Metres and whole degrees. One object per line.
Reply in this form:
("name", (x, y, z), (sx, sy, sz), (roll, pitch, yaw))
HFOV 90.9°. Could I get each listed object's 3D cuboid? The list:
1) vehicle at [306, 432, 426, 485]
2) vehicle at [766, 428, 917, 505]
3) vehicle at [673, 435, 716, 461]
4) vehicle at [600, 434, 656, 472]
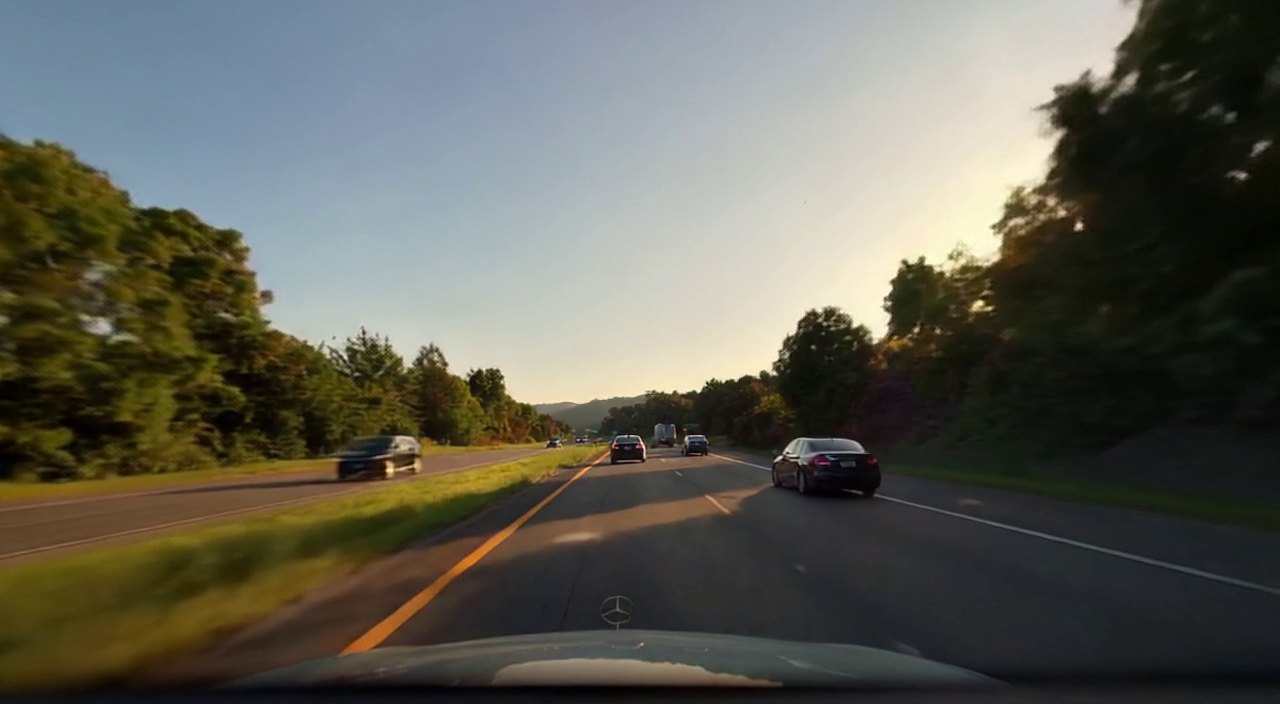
("vehicle", (-9.020, 3.503, 21.269), (2.076, 1.592, 4.477), (0, -8, -1))
("vehicle", (4.448, 2.566, 14.738), (2.066, 1.526, 4.216), (0, -8, -1))
("vehicle", (3.194, 5.719, 37.827), (2.004, 1.469, 4.472), (0, -8, -2))
("vehicle", (-0.511, 4.131, 26.091), (2.143, 1.466, 3.693), (0, -8, -1))
